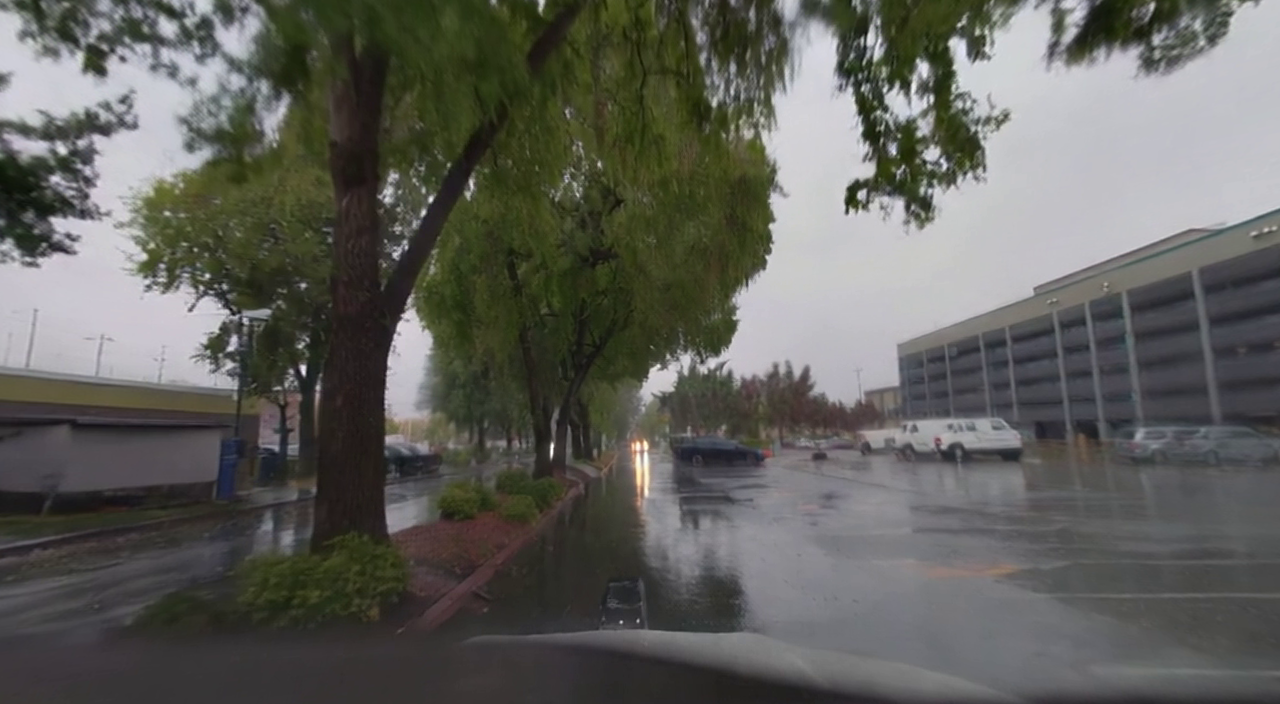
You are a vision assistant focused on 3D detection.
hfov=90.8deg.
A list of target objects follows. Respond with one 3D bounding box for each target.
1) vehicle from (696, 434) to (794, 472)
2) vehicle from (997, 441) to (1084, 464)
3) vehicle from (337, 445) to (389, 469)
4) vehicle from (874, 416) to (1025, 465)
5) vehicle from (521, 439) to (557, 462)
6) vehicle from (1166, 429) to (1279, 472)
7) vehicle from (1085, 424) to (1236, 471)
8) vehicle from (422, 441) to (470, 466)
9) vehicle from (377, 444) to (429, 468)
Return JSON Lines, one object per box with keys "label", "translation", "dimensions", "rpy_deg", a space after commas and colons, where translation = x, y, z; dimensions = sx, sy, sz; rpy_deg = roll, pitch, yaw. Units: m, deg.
{"label": "vehicle", "translation": [5.226, 4.978, 31.307], "dimensions": [4.626, 1.723, 1.939], "rpy_deg": [5, -10, -33]}
{"label": "vehicle", "translation": [26.589, 6.676, 42.039], "dimensions": [4.558, 1.452, 1.790], "rpy_deg": [0, -8, -1]}
{"label": "vehicle", "translation": [-19.914, 7.540, 45.651], "dimensions": [1.880, 1.617, 3.870], "rpy_deg": [0, -8, 2]}
{"label": "vehicle", "translation": [13.795, 3.972, 28.405], "dimensions": [5.540, 2.045, 2.259], "rpy_deg": [0, -8, -2]}
{"label": "vehicle", "translation": [-7.540, 7.402, 47.592], "dimensions": [1.993, 1.640, 4.457], "rpy_deg": [0, -8, -1]}
{"label": "vehicle", "translation": [26.624, 4.374, 28.079], "dimensions": [4.591, 1.808, 2.016], "rpy_deg": [0, -9, 0]}
{"label": "vehicle", "translation": [25.816, 4.746, 31.484], "dimensions": [5.596, 2.168, 2.307], "rpy_deg": [2, -8, -4]}
{"label": "vehicle", "translation": [-14.037, 7.372, 45.965], "dimensions": [1.888, 1.657, 4.138], "rpy_deg": [0, -8, 5]}
{"label": "vehicle", "translation": [-16.897, 7.434, 45.289], "dimensions": [1.850, 1.531, 4.256], "rpy_deg": [0, -8, 4]}
